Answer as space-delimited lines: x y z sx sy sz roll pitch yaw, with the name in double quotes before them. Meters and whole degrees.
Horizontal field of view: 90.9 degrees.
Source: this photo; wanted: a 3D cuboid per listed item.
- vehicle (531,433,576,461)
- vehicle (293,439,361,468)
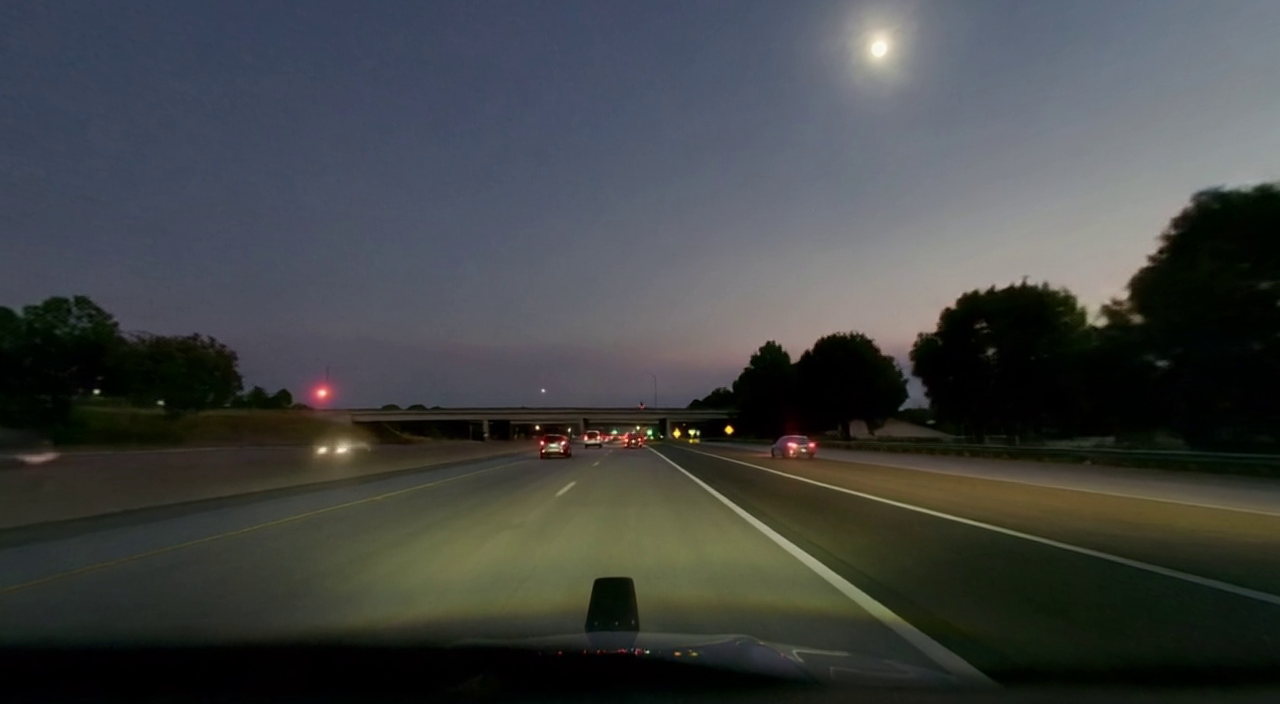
"vehicle" -4.808 5.338 35.485 1.933 1.473 4.023 0 -8 0
"vehicle" -17.682 5.727 35.849 1.741 1.522 4.178 0 -8 0
